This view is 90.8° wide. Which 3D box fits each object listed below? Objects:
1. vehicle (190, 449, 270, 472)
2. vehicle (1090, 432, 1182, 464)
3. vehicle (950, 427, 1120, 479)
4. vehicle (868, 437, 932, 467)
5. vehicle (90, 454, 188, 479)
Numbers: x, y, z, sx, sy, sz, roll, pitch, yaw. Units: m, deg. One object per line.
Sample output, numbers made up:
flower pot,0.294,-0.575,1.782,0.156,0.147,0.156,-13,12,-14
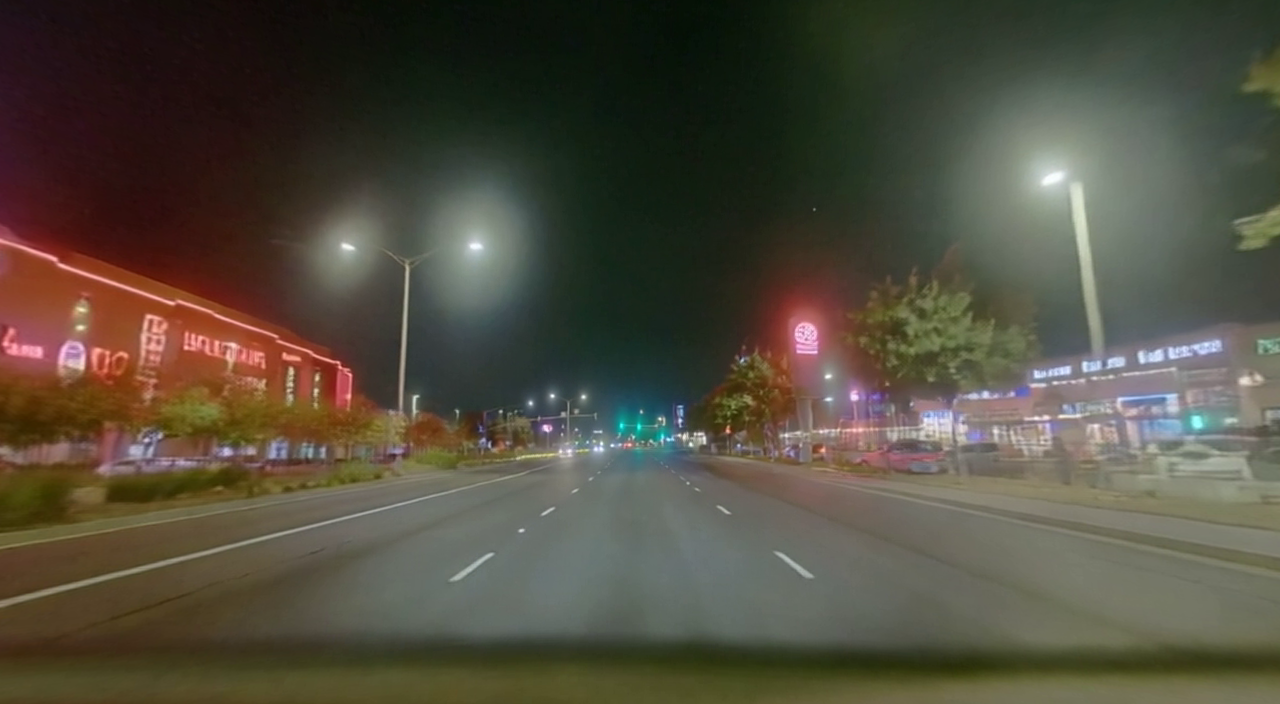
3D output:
vehicle,-30.938,8.196,47.776,4.528,1.666,2.077,0,-8,-2
vehicle,28.832,5.609,36.908,1.964,1.781,4.099,0,-8,1
vehicle,13.371,3.443,21.601,4.386,1.570,2.043,-1,-9,-2
vehicle,15.327,5.905,37.532,1.881,1.664,4.658,0,-8,1
vehicle,-31.213,7.128,39.453,4.593,1.433,1.711,0,-8,-1
